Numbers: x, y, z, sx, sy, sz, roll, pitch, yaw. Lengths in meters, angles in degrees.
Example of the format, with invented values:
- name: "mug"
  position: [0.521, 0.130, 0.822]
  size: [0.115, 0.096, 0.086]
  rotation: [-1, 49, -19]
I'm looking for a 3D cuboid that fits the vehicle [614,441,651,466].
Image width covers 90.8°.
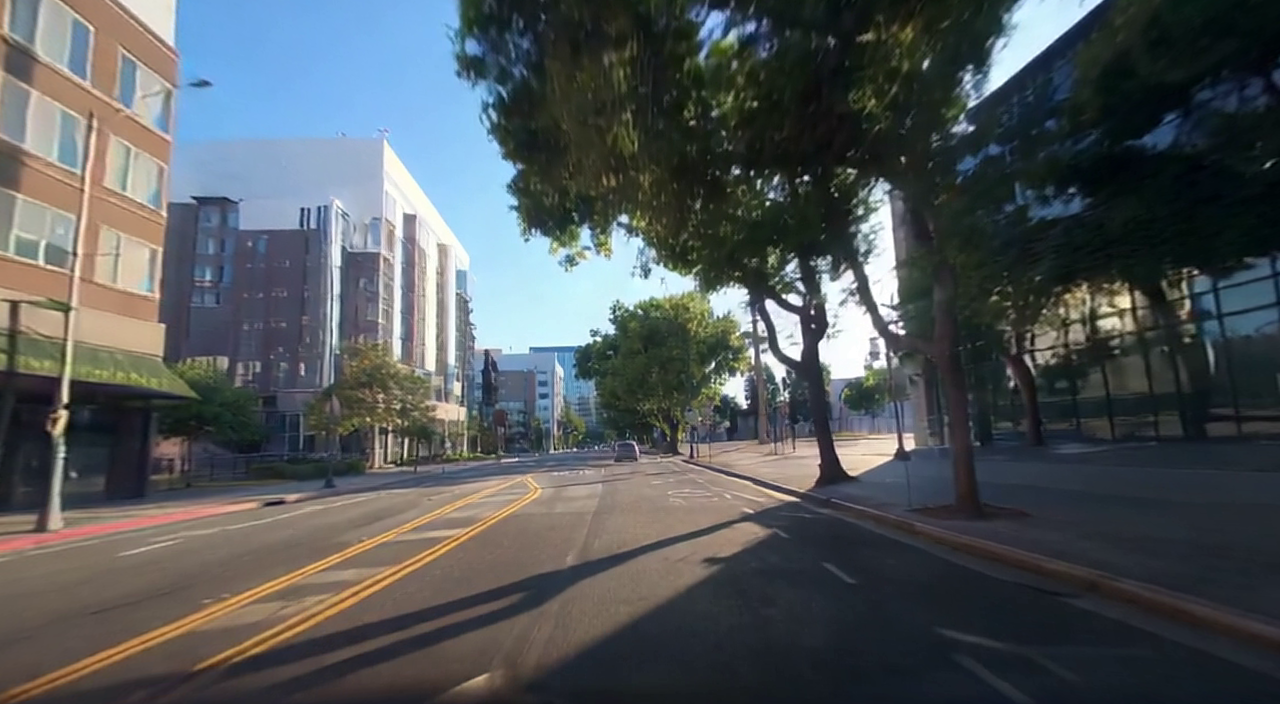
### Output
- name: "vehicle"
  position: [-0.535, 6.169, 38.638]
  size: [2.131, 1.474, 4.146]
  rotation: [0, -8, -2]
